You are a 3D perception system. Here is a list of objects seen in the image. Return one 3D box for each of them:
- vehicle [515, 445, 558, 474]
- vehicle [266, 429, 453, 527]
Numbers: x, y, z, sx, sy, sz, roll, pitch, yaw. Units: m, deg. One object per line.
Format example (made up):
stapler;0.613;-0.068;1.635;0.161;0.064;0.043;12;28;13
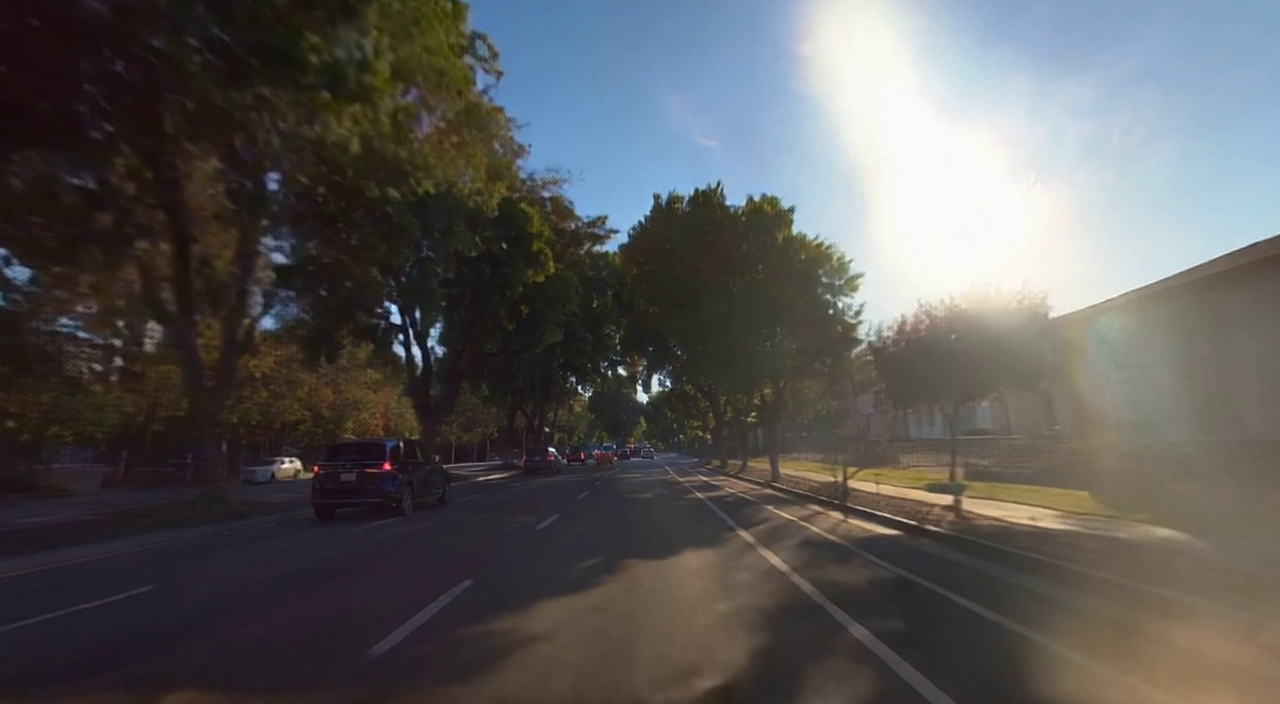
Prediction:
vehicle;-6.453;6.741;39.829;1.985;1.708;4.310;0;-9;0
vehicle;-5.789;2.639;13.763;2.123;1.761;4.322;0;-9;-1
